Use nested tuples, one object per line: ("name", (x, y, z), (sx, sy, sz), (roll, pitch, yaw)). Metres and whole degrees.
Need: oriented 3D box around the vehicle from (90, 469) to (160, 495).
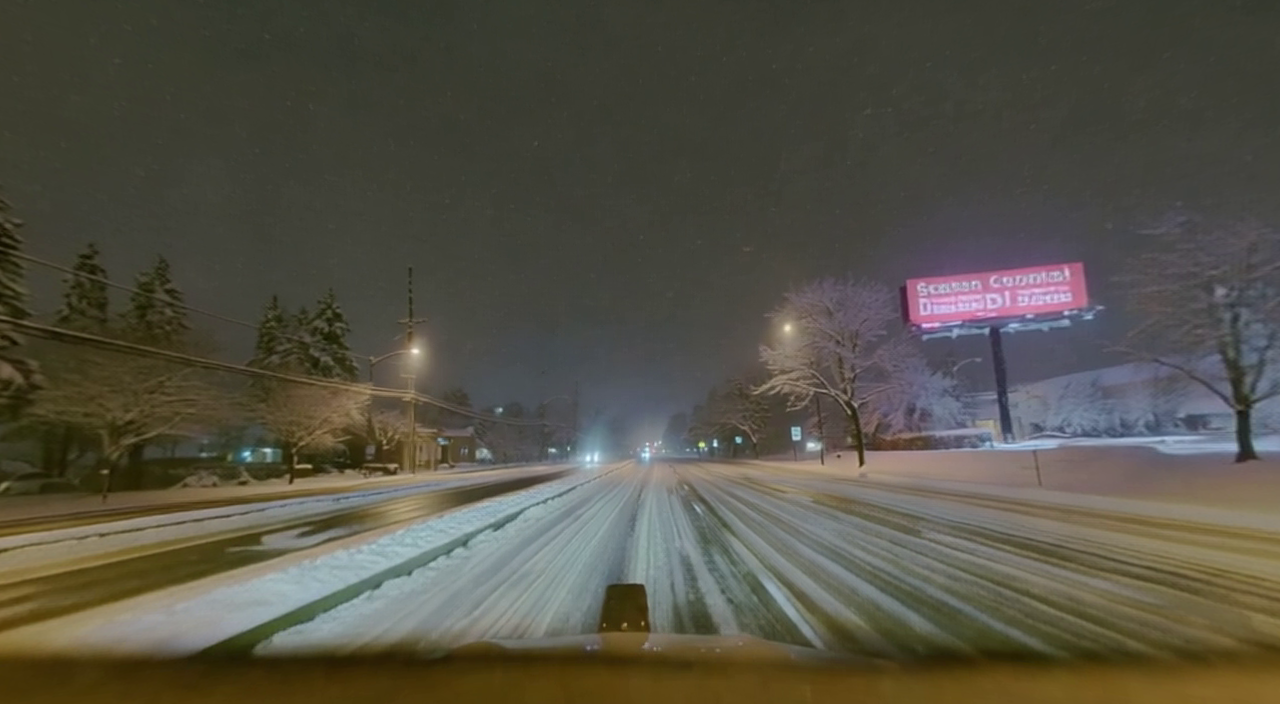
("vehicle", (-36.837, 9.309, 45.222), (1.736, 1.540, 3.854), (0, -8, 0))
